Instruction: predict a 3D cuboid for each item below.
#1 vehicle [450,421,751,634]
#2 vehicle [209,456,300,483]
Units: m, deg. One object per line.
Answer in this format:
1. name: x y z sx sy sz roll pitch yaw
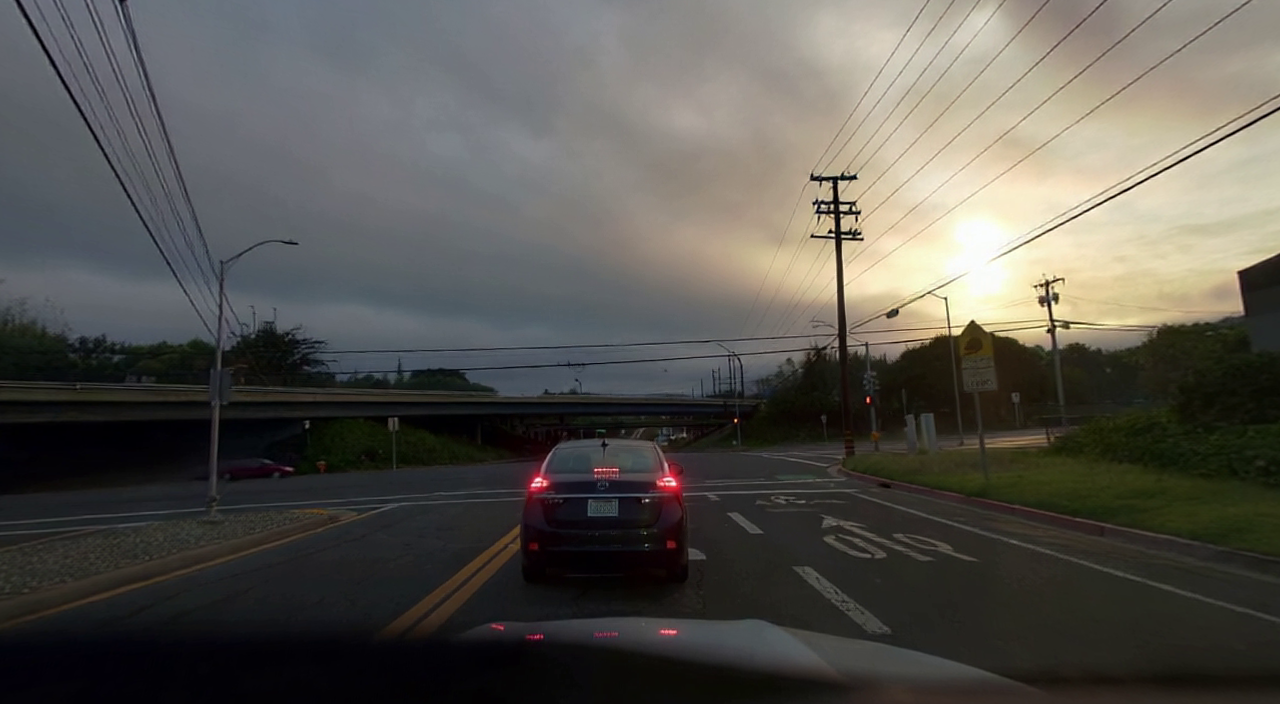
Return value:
1. vehicle: -0.239 1.529 6.467 2.090 1.458 4.033 -1 -9 1
2. vehicle: -24.783 7.538 40.635 1.808 1.539 4.600 -8 -11 40
